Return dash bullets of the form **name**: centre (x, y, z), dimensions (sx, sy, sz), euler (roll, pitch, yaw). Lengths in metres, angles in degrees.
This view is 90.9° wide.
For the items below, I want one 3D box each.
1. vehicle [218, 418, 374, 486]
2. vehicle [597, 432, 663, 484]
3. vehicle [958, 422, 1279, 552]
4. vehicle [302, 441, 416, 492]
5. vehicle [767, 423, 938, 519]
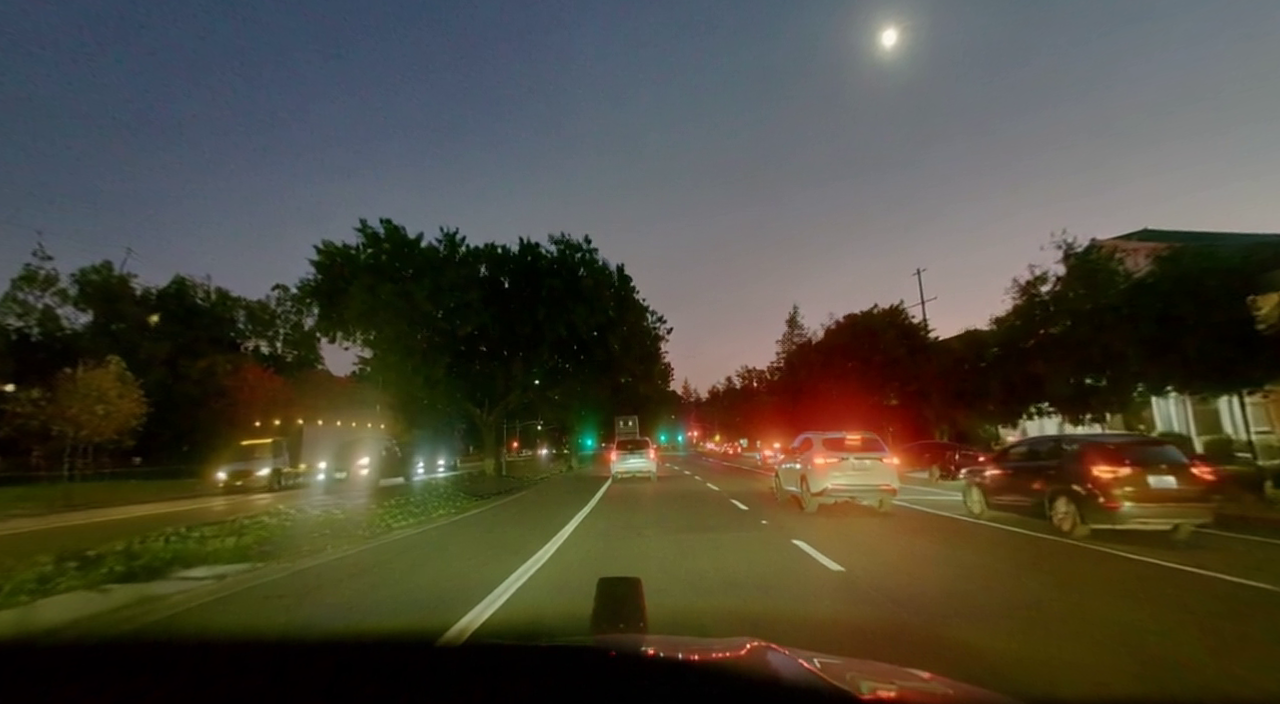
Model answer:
- **vehicle**: centre (-20.063, 5.969, 38.026), dimensions (3.233, 3.473, 10.664), euler (0, -8, 1)
- **vehicle**: centre (-0.377, 4.080, 24.535), dimensions (2.332, 1.798, 4.546), euler (0, -8, 0)
- **vehicle**: centre (7.304, 1.994, 10.027), dimensions (2.133, 1.583, 4.496), euler (0, -8, 0)
- **vehicle**: centre (-10.616, 4.325, 24.270), dimensions (2.142, 1.742, 4.523), euler (0, -8, 2)
- **vehicle**: centre (4.235, 2.447, 13.500), dimensions (2.100, 1.689, 4.501), euler (0, -8, 1)
